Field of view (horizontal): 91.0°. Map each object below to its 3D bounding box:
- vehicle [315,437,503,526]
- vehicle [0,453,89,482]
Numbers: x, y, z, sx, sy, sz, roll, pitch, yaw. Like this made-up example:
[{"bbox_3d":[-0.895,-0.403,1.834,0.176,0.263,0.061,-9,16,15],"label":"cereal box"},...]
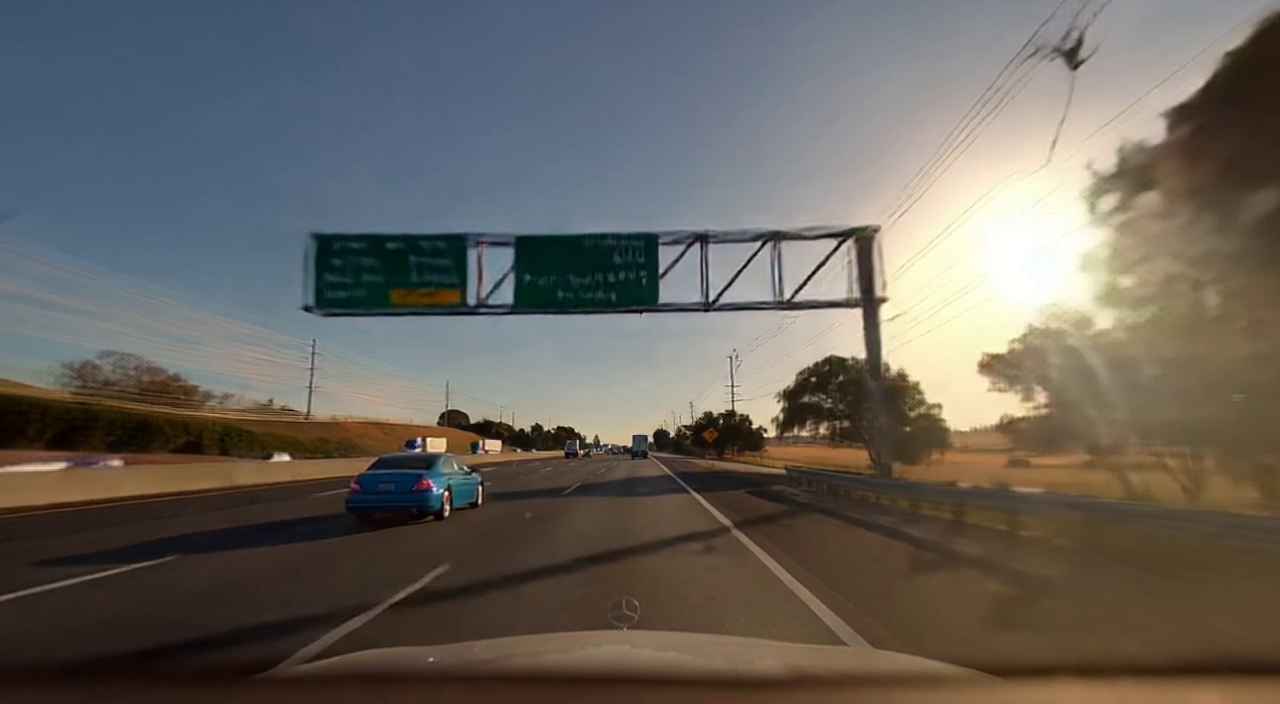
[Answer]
[{"bbox_3d":[-4.419,2.543,12.984,2.104,1.501,4.459,0,-9,1],"label":"vehicle"},{"bbox_3d":[-36.190,6.886,37.786,1.822,1.519,4.725,0,-9,1],"label":"vehicle"}]
